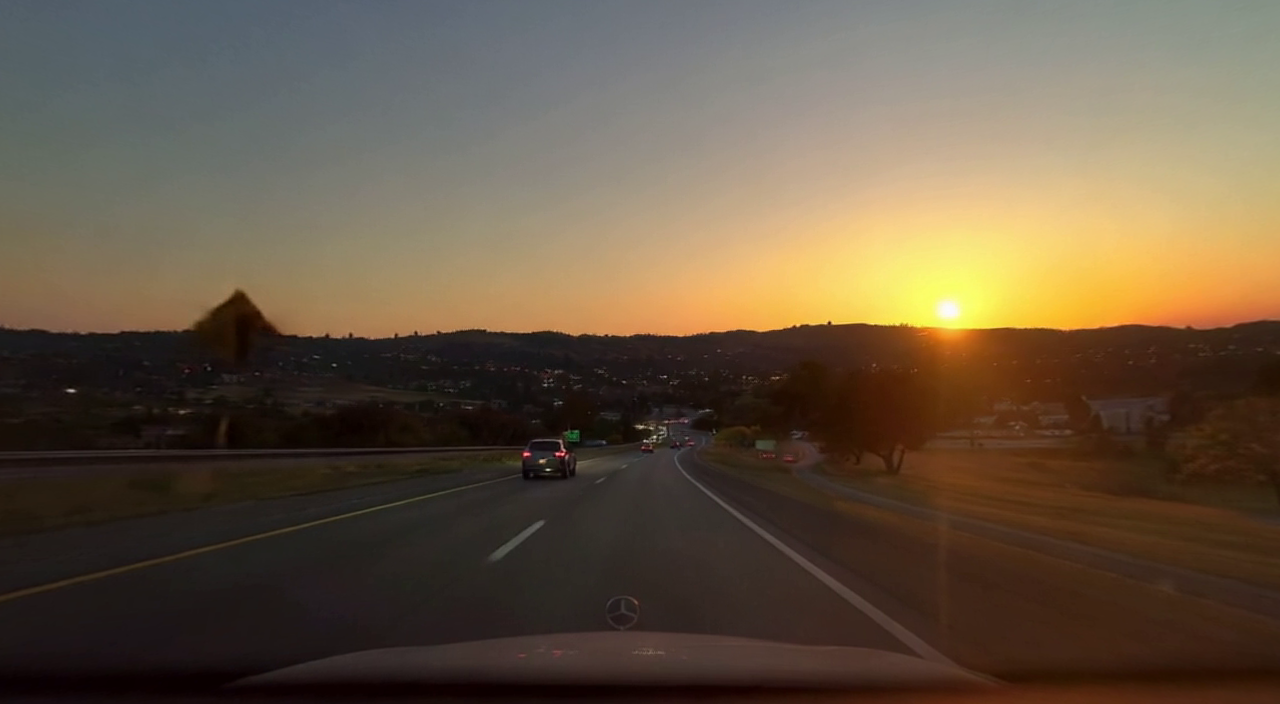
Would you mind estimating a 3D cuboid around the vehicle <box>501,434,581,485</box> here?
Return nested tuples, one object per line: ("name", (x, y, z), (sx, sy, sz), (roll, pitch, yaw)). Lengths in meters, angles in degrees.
("vehicle", (-3.714, 4.160, 24.677), (2.193, 1.771, 4.757), (0, -9, 2))
